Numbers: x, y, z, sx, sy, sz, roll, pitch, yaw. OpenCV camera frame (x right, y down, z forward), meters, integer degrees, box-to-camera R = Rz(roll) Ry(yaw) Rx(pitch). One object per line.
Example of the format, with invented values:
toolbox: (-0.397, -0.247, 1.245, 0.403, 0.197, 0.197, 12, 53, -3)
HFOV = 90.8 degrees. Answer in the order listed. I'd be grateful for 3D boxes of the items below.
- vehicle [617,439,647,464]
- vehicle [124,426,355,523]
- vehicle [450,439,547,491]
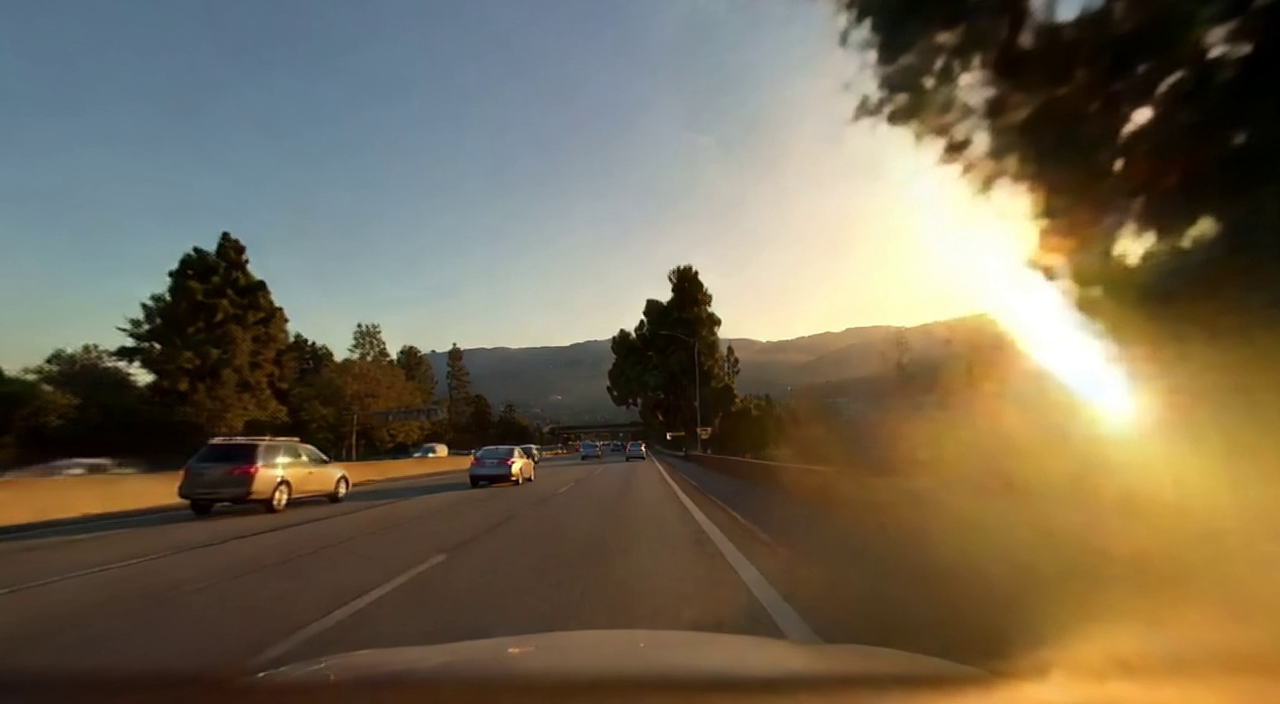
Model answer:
vehicle: (-0.580, 7.340, 46.916, 2.179, 1.742, 4.396, 0, -8, 0)
vehicle: (-8.620, 2.657, 14.280, 2.091, 1.795, 4.617, -1, -8, 1)
vehicle: (-4.732, 3.833, 21.911, 2.102, 1.562, 4.884, -1, -8, 2)
